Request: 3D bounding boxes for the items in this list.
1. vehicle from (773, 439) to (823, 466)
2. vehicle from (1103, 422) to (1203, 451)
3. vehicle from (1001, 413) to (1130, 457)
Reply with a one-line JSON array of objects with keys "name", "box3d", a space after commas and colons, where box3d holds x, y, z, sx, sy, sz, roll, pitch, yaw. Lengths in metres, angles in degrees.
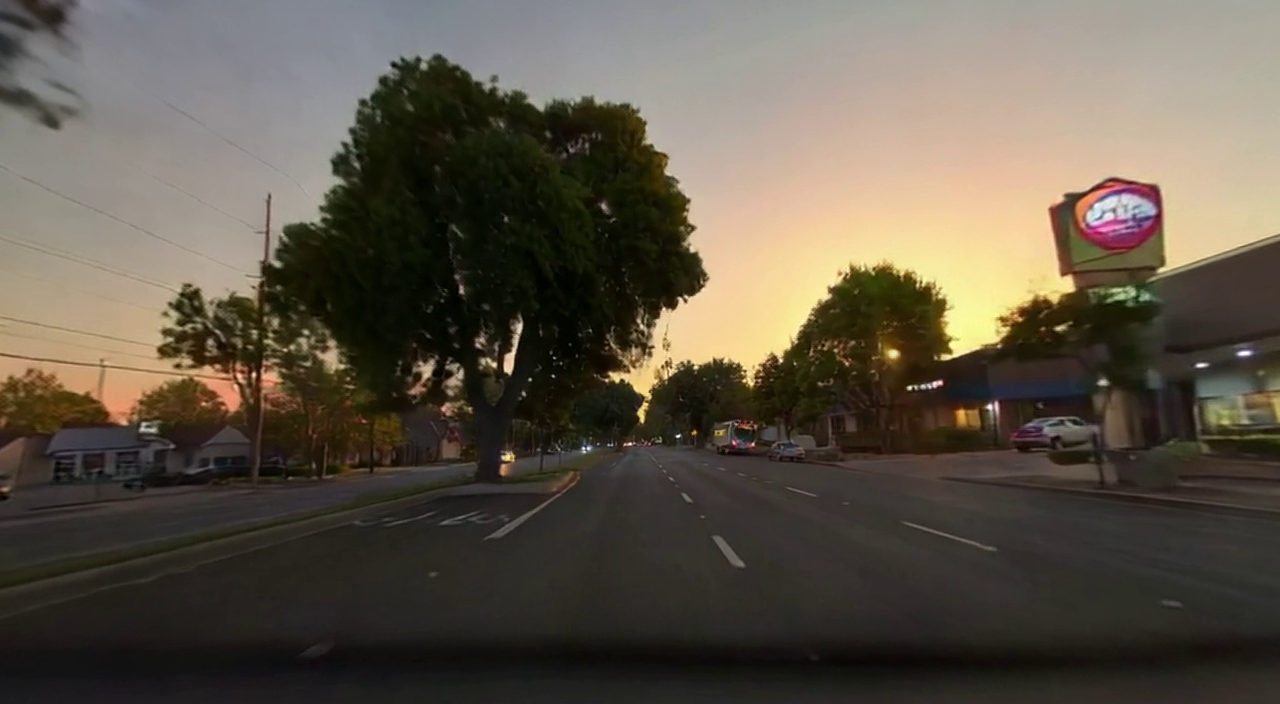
[{"name": "vehicle", "box3d": [10.262, 6.555, 41.362, 2.085, 1.630, 4.403, 0, -8, -1]}, {"name": "vehicle", "box3d": [28.528, 4.761, 35.306, 1.811, 1.478, 4.266, -1, -8, -4]}, {"name": "vehicle", "box3d": [23.257, 4.595, 35.024, 2.529, 2.138, 6.511, -1, -7, -1]}]
